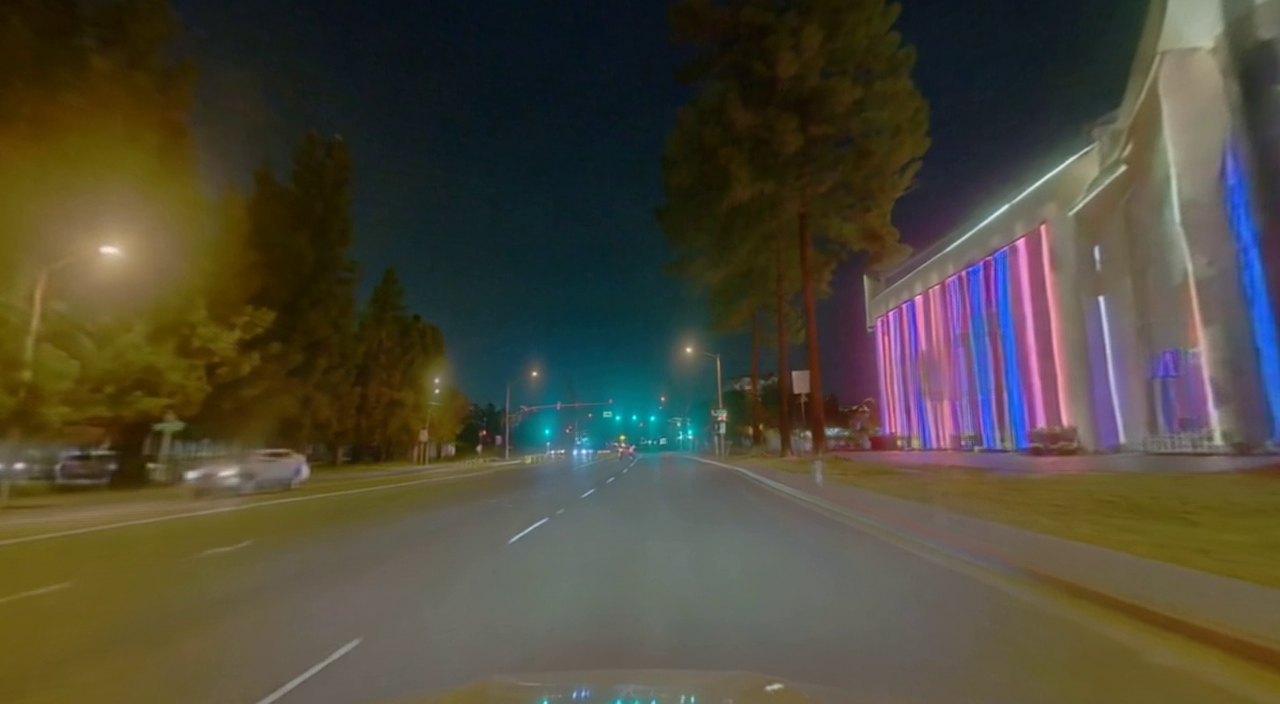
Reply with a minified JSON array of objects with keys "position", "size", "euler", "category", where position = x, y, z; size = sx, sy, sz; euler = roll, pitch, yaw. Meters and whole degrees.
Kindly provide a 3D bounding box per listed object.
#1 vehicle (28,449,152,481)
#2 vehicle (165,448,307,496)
[{"position":[-29.124,5.983,33.373],"size":[4.692,1.576,1.864],"euler":[0,-9,-2],"category":"vehicle"},{"position":[-14.472,4.280,22.887],"size":[1.920,1.512,4.657],"euler":[0,-9,2],"category":"vehicle"}]
